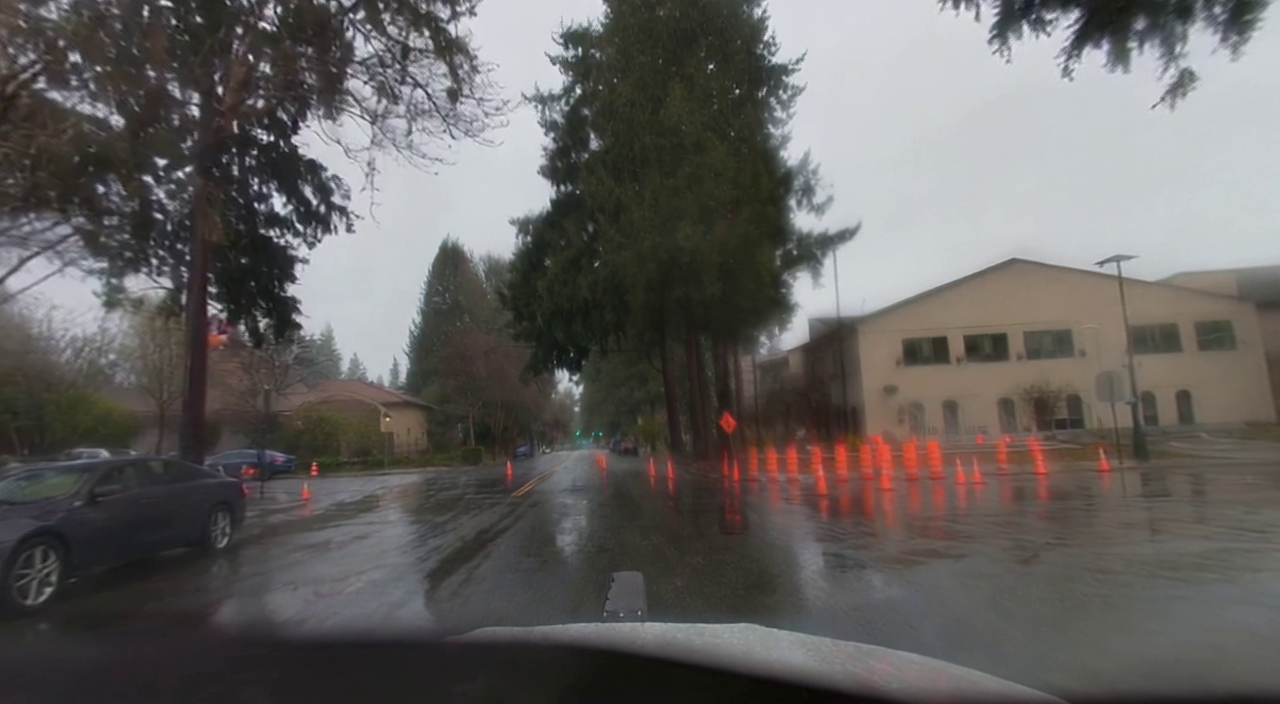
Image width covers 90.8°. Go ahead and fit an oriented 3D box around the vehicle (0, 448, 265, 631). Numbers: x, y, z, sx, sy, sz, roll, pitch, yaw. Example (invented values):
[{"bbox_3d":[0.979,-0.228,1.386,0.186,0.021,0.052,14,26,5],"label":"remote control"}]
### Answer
[{"bbox_3d":[-7.612,1.914,6.859,2.961,1.701,7.563,1,-9,-4],"label":"vehicle"}]
